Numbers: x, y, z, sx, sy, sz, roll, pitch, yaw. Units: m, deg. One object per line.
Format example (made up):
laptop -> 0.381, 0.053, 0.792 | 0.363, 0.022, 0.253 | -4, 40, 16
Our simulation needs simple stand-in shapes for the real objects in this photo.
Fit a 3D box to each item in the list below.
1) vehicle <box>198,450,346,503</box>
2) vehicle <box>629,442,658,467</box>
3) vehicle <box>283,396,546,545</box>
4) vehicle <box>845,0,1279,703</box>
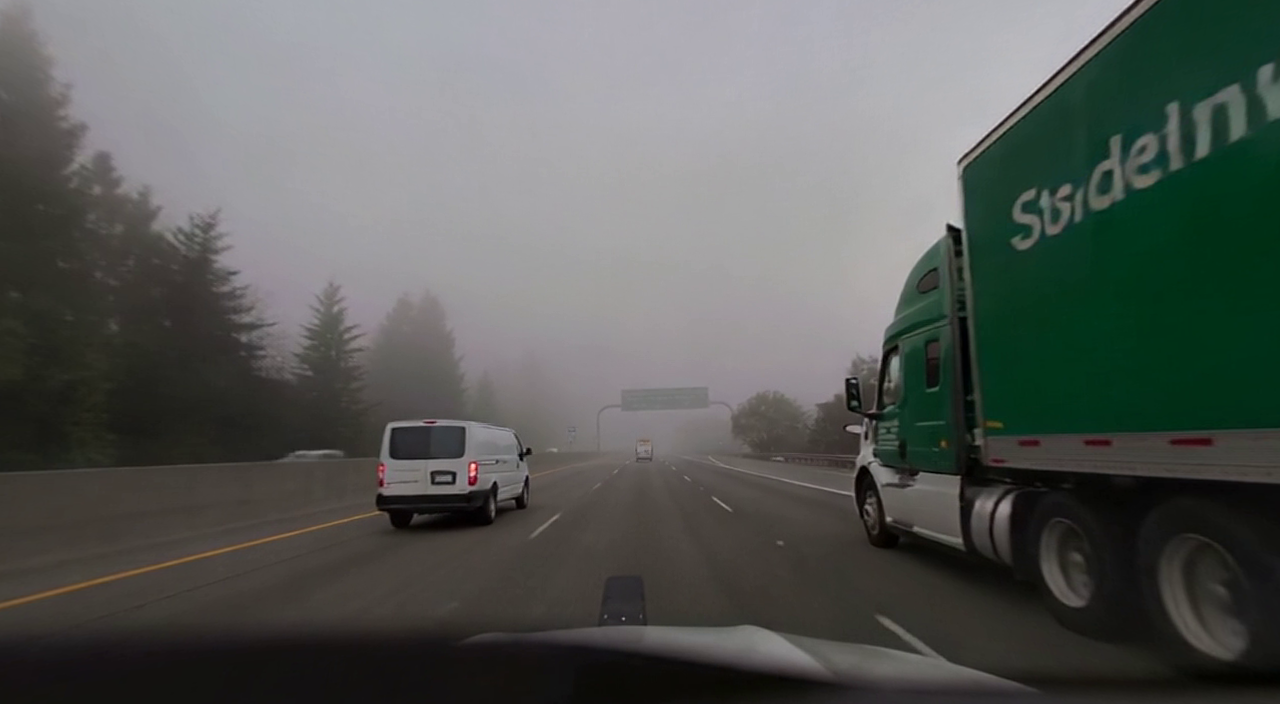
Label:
vehicle -> -11.567, 3.912, 20.282 | 2.025, 1.461, 4.592 | 0, -9, 0
vehicle -> 0.230, 7.435, 45.794 | 2.067, 1.690, 3.901 | 0, -9, 0
vehicle -> -3.372, 1.995, 11.188 | 2.572, 1.927, 5.803 | 0, -9, -1
vehicle -> 4.178, 0.056, 4.463 | 3.007, 3.949, 7.005 | 0, -9, 0
